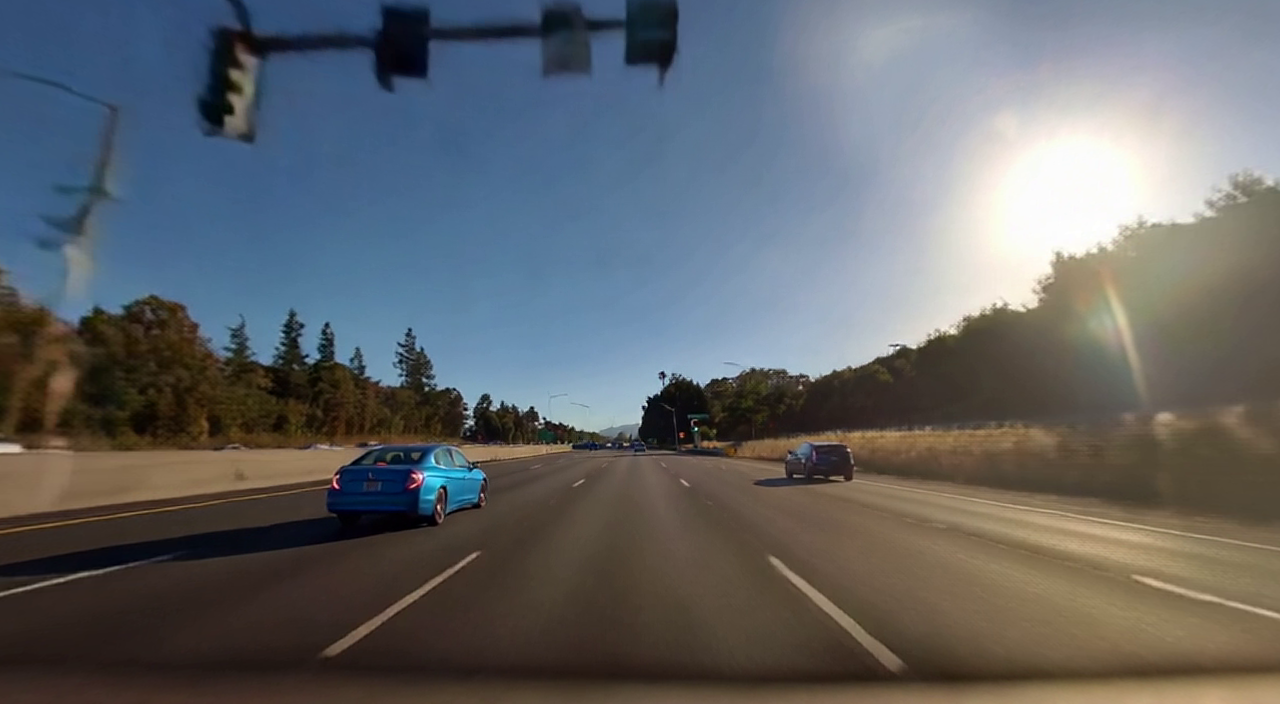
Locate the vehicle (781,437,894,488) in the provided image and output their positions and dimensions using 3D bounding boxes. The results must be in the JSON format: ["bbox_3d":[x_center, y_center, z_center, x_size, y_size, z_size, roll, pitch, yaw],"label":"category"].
[{"bbox_3d":[6.374,3.620,21.028,2.049,1.481,4.774,1,-9,-2],"label":"vehicle"}]

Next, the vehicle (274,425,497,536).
[{"bbox_3d":[-4.029,2.109,10.966,1.987,1.516,4.478,0,-9,0],"label":"vehicle"}]

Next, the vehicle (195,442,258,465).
[{"bbox_3d":[-32.478,7.954,49.607,1.913,1.688,4.438,0,-9,-1],"label":"vehicle"}]

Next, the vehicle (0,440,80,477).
[{"bbox_3d":[-32.717,5.541,32.892,2.000,1.799,5.295,0,-9,0],"label":"vehicle"}]
